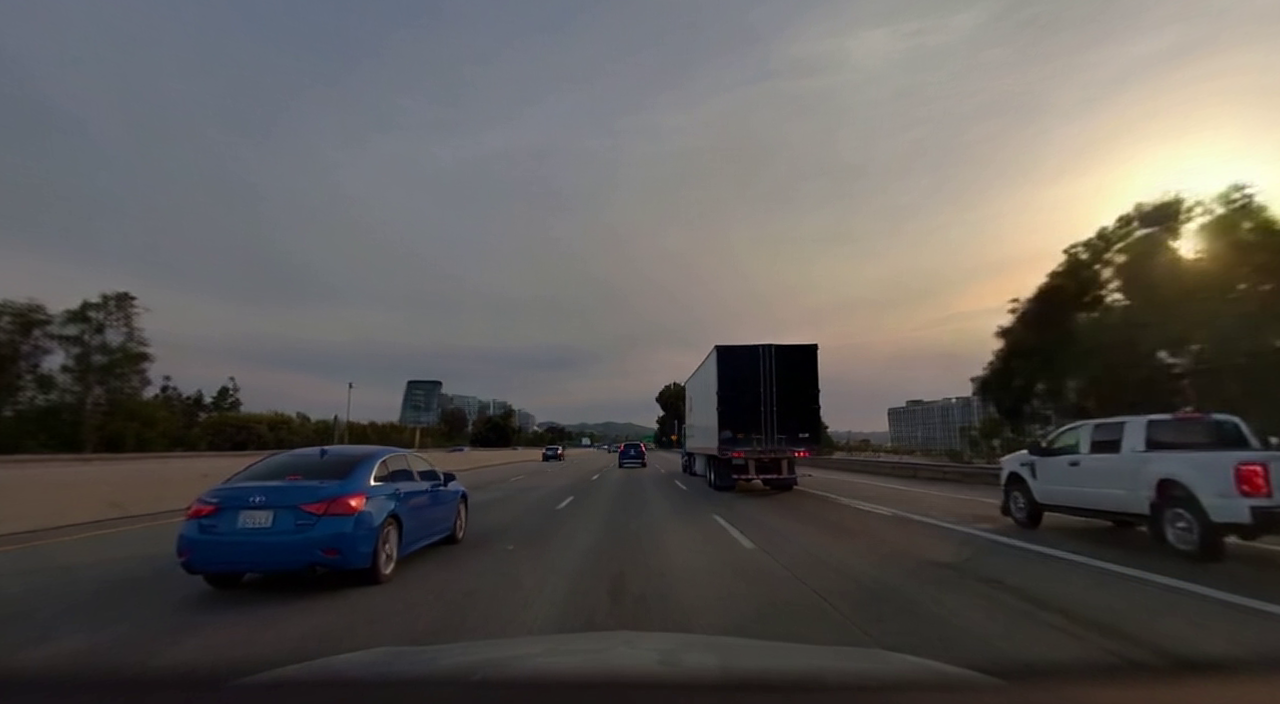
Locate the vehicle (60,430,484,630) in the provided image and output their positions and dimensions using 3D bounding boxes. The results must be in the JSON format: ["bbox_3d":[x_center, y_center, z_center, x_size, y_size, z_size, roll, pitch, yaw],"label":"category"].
[{"bbox_3d":[-3.208,1.634,6.859,1.864,1.406,4.544,0,-9,0],"label":"vehicle"}]

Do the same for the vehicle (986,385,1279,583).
[{"bbox_3d":[6.928,1.528,7.832,2.106,1.795,5.489,0,-9,-1],"label":"vehicle"}]

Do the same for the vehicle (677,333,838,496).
[{"bbox_3d":[3.359,2.709,23.377,2.876,4.086,15.117,0,-9,-1],"label":"vehicle"}]

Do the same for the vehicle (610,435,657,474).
[{"bbox_3d":[-0.360,5.166,31.979,2.203,1.805,4.358,0,-9,-1],"label":"vehicle"}]
